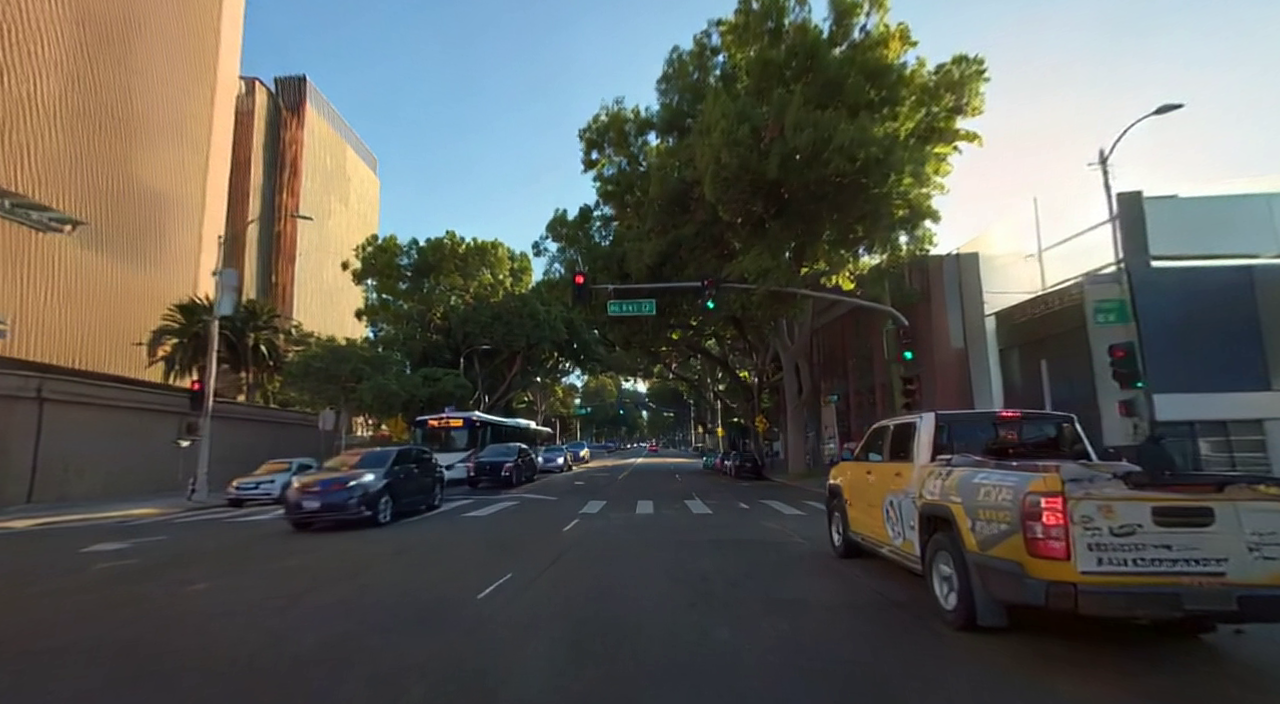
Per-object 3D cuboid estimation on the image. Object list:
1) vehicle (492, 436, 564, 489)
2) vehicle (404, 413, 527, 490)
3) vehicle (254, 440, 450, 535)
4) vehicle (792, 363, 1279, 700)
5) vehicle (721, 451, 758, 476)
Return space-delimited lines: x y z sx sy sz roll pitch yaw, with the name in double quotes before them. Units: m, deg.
"vehicle" -5.061 5.058 29.275 2.304 2.208 5.200 0 -8 1
"vehicle" -8.664 5.171 33.190 3.318 3.359 10.406 0 -8 1
"vehicle" -5.603 2.645 12.976 1.997 1.610 4.144 0 -8 1
"vehicle" 3.279 1.379 6.261 2.118 1.848 5.426 0 -8 -1
"vehicle" 7.104 7.999 45.497 1.962 1.617 4.325 0 -8 0
